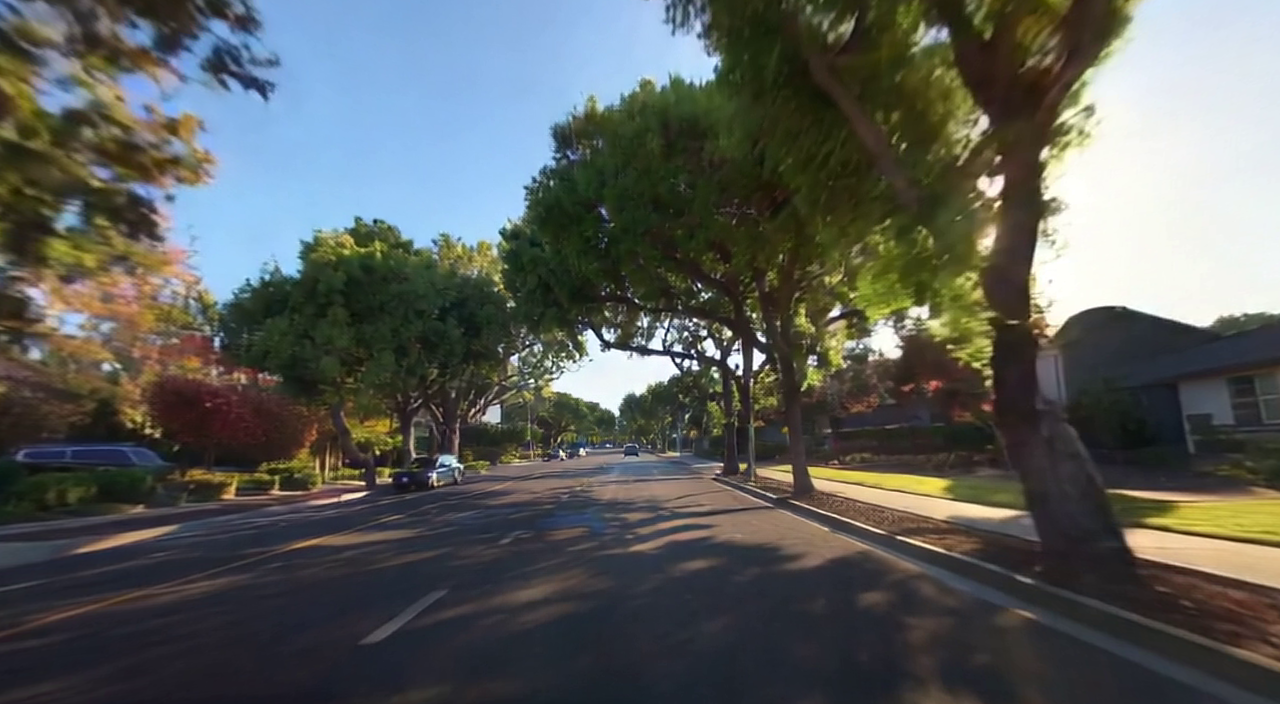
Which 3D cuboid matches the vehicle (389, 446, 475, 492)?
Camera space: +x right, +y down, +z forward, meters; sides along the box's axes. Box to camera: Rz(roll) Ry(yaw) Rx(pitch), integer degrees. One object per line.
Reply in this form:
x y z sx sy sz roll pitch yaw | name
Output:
-7.911 4.470 24.447 1.880 1.469 4.221 -4 -9 0 | vehicle
